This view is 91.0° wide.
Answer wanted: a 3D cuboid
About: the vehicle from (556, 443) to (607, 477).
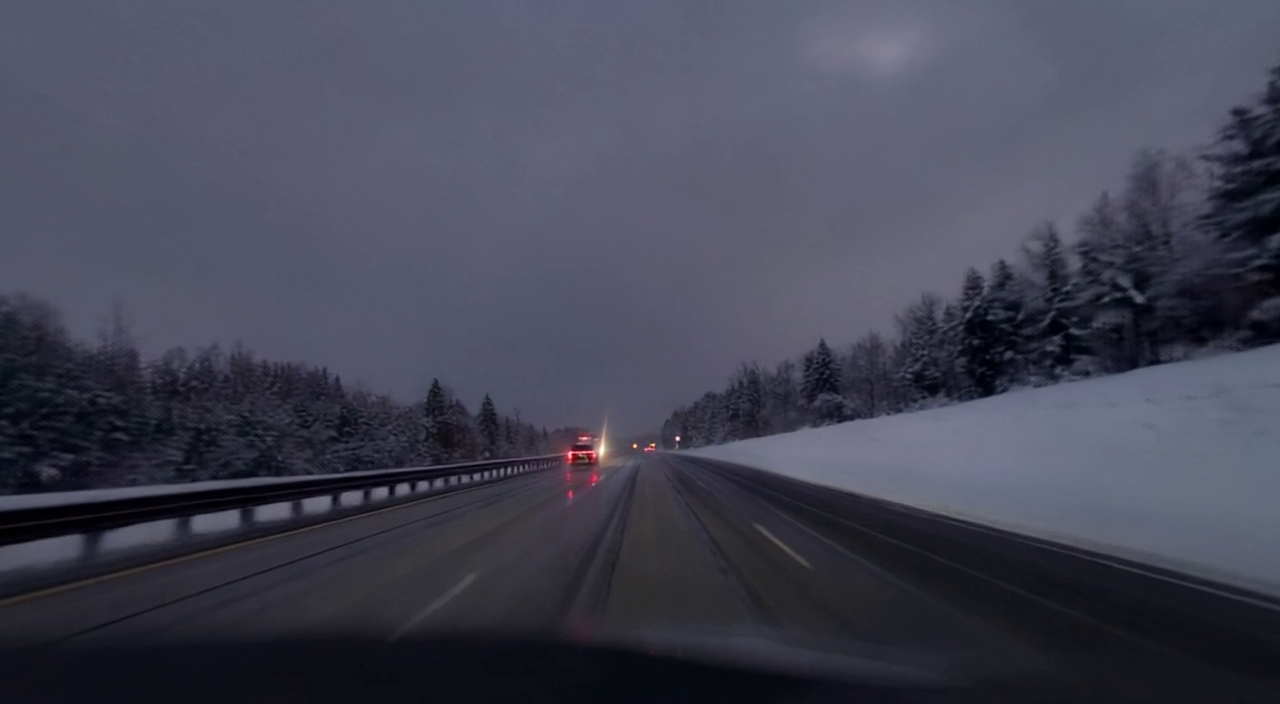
[{"bbox_3d":[-2.785,5.267,30.887,2.050,1.530,4.144,0,-8,0],"label":"vehicle"}]
